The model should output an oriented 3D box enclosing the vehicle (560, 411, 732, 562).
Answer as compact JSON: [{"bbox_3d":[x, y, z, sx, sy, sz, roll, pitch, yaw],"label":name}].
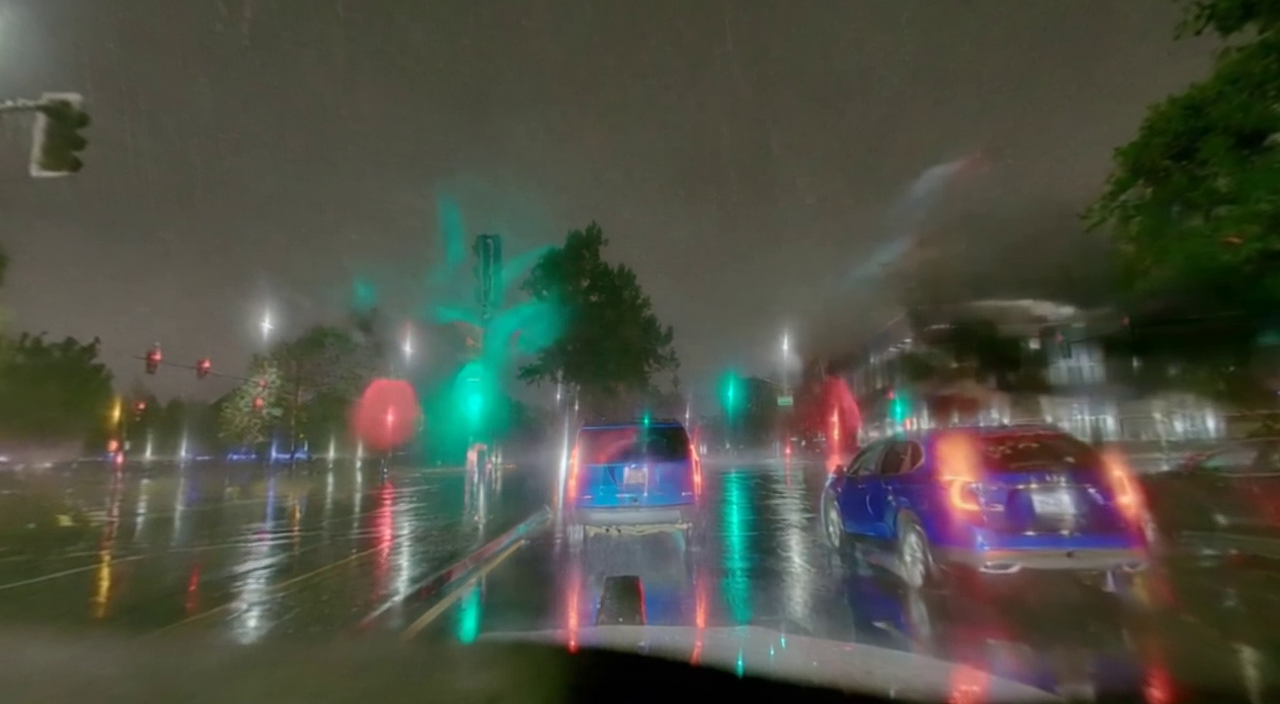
[{"bbox_3d":[0.012,1.933,9.774,2.085,1.807,4.038,0,-8,-2],"label":"vehicle"}]

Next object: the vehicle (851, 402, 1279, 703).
[{"bbox_3d":[3.607,1.380,5.564,1.899,1.572,4.425,0,-8,-1],"label":"vehicle"}]
